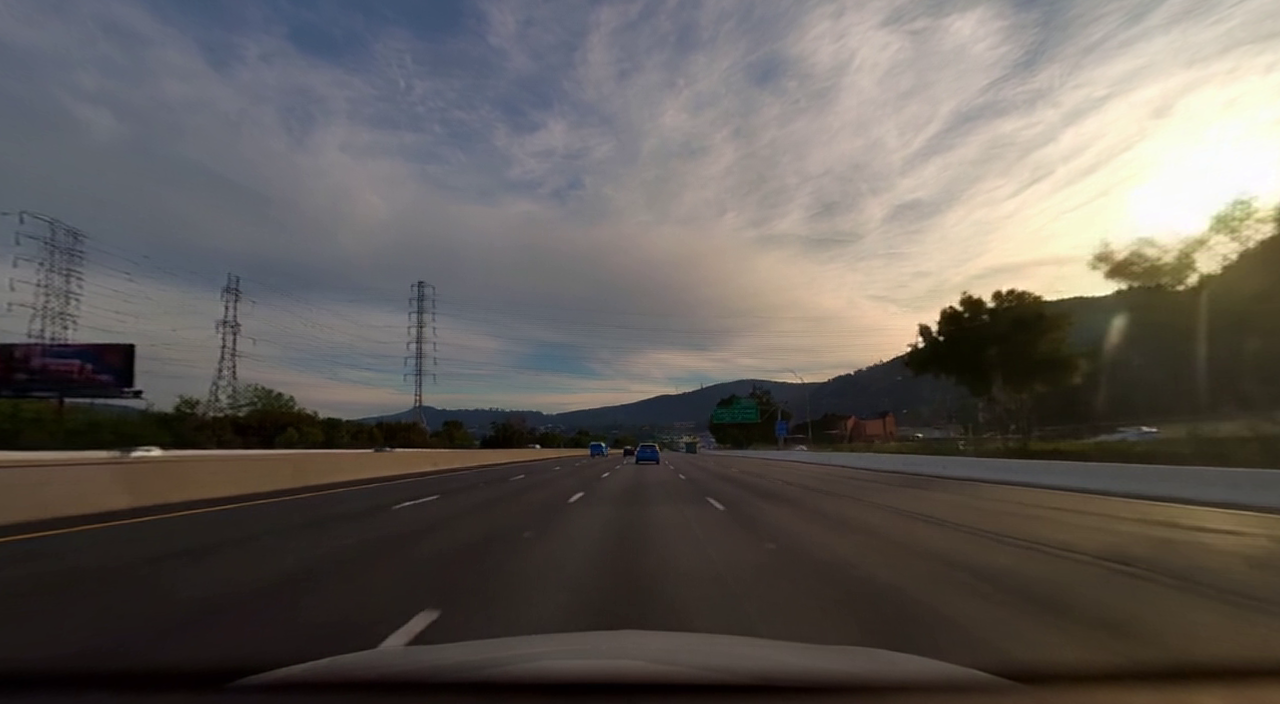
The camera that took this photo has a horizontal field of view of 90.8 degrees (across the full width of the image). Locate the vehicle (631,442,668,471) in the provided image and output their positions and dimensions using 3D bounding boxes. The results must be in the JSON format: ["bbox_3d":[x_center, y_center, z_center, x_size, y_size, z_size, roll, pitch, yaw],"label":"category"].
[{"bbox_3d":[0.572,6.081,36.794,2.074,1.574,3.971,0,-9,1],"label":"vehicle"}]

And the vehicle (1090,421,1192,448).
[{"bbox_3d":[29.558,4.967,37.501,2.072,1.495,4.732,0,-9,-2],"label":"vehicle"}]
